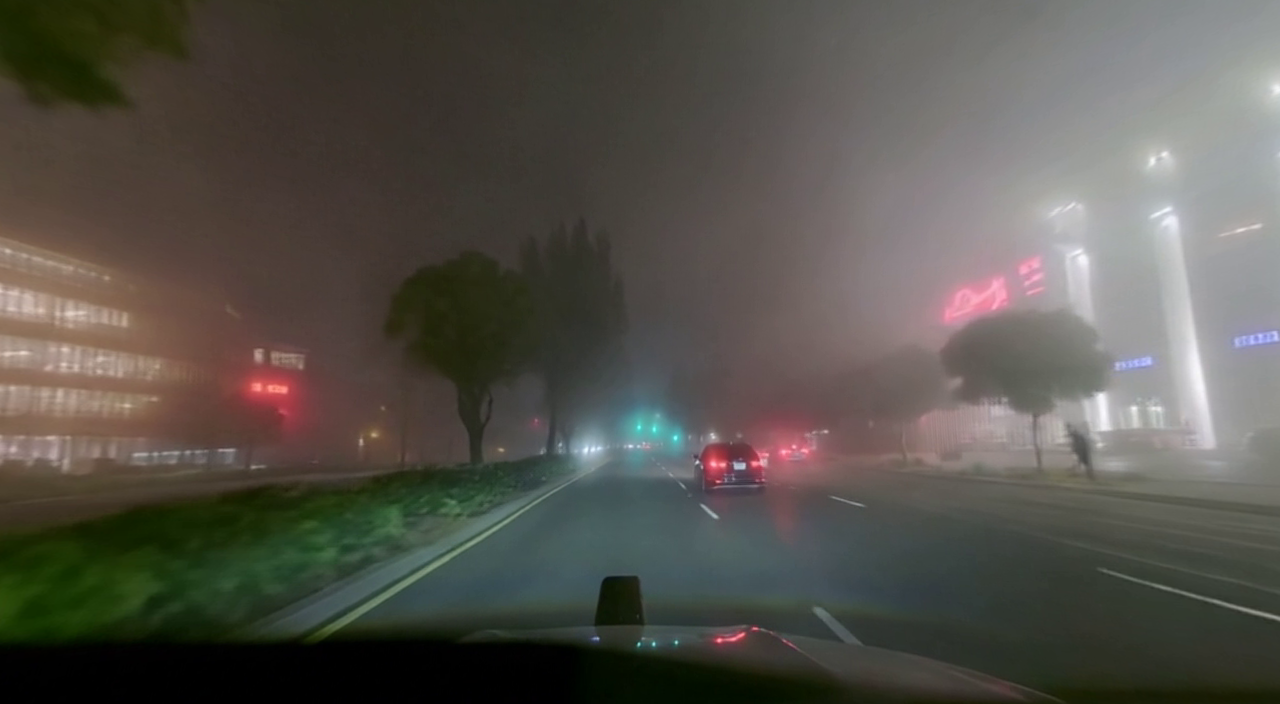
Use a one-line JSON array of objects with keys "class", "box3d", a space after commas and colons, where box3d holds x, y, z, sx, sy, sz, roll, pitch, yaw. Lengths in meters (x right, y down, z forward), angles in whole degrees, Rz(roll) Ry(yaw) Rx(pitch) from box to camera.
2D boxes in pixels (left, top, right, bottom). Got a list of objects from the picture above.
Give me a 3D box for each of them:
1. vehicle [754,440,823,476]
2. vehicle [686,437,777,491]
[{"class": "vehicle", "box3d": [6.370, 4.575, 27.608, 1.912, 1.411, 4.380, 0, -8, 0]}, {"class": "vehicle", "box3d": [2.754, 3.505, 20.183, 2.131, 1.491, 4.496, 0, -8, -1]}]
